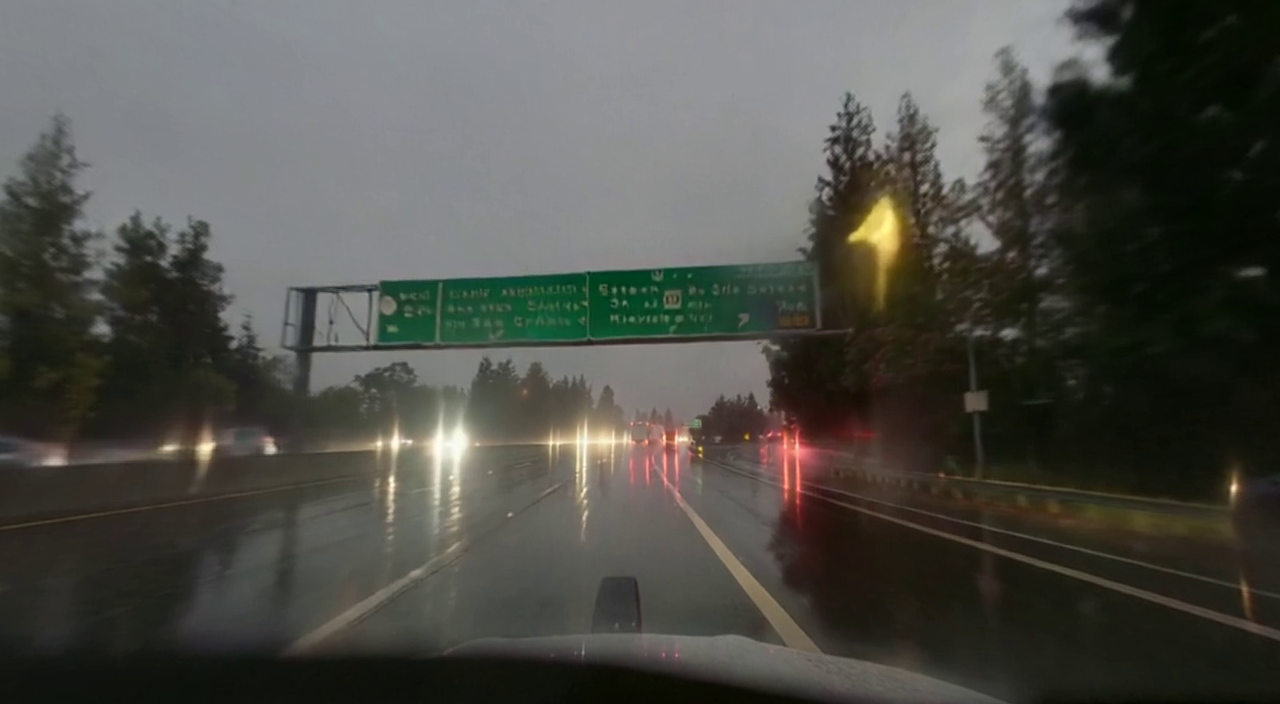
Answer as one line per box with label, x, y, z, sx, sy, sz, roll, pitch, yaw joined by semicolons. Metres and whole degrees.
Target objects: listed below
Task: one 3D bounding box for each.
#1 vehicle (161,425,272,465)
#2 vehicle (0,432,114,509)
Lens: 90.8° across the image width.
vehicle;-19.224;4.250;28.974;1.960;1.706;4.524;0;-8;0
vehicle;-13.149;2.291;12.249;1.925;1.456;4.613;0;-8;0
